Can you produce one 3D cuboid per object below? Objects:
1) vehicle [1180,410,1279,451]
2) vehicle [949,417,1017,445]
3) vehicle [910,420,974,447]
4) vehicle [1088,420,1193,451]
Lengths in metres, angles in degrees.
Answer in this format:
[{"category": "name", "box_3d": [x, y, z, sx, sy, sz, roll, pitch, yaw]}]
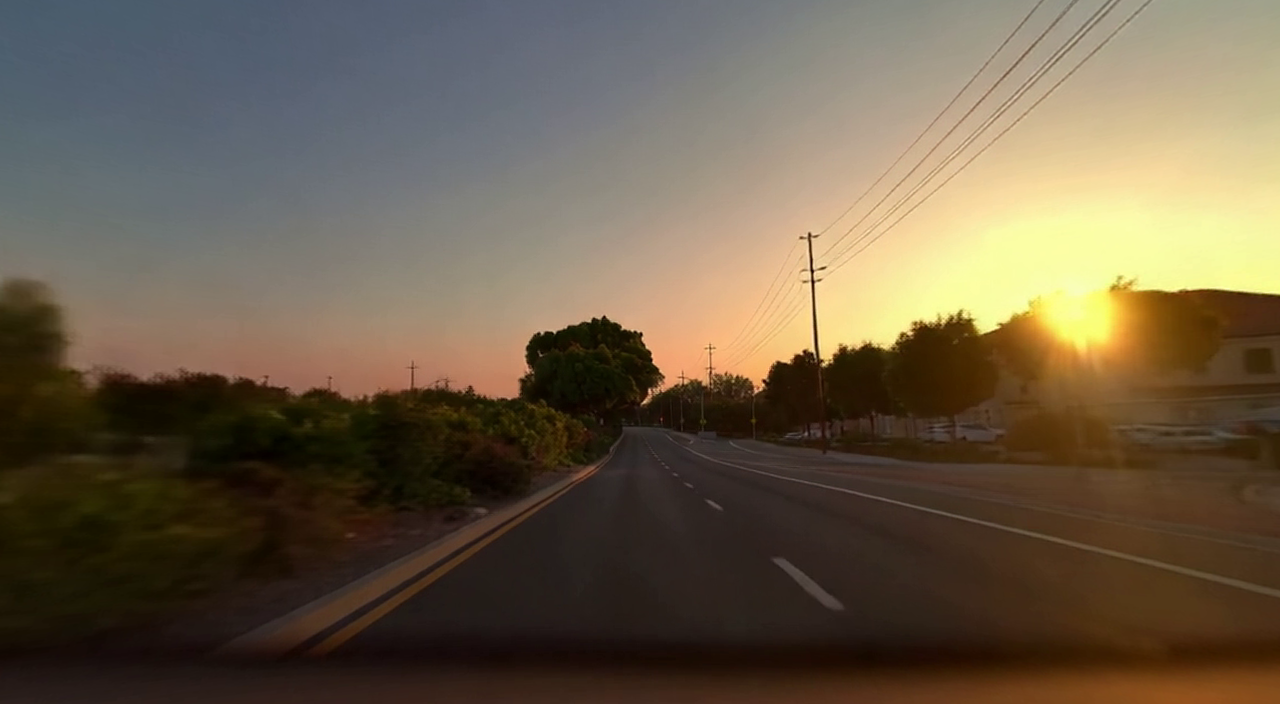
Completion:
[{"category": "vehicle", "box_3d": [33.180, 4.342, 34.473, 2.264, 2.032, 5.539, 0, -8, -2]}, {"category": "vehicle", "box_3d": [26.299, 6.147, 48.749, 2.212, 2.073, 5.220, 0, -8, -1]}, {"category": "vehicle", "box_3d": [23.186, 6.363, 48.763, 2.206, 1.947, 5.463, 0, -8, 0]}, {"category": "vehicle", "box_3d": [28.369, 4.796, 36.047, 1.868, 1.599, 4.741, 0, -8, -4]}]
